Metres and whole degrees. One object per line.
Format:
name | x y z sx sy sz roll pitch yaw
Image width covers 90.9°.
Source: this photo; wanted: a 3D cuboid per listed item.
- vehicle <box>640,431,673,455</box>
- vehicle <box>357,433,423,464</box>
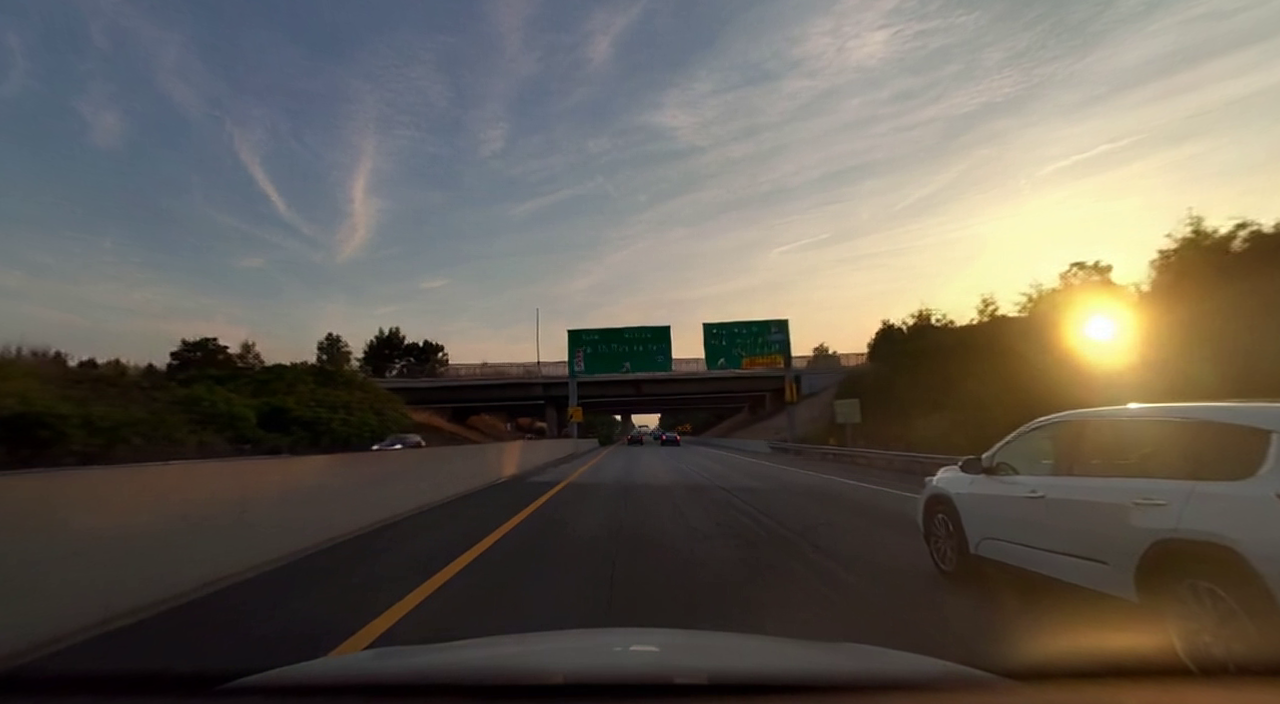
vehicle | 1.069 6.105 42.432 1.981 1.490 3.449 0 -8 -3
vehicle | -13.187 5.104 33.510 1.899 1.531 4.005 0 -8 -1
